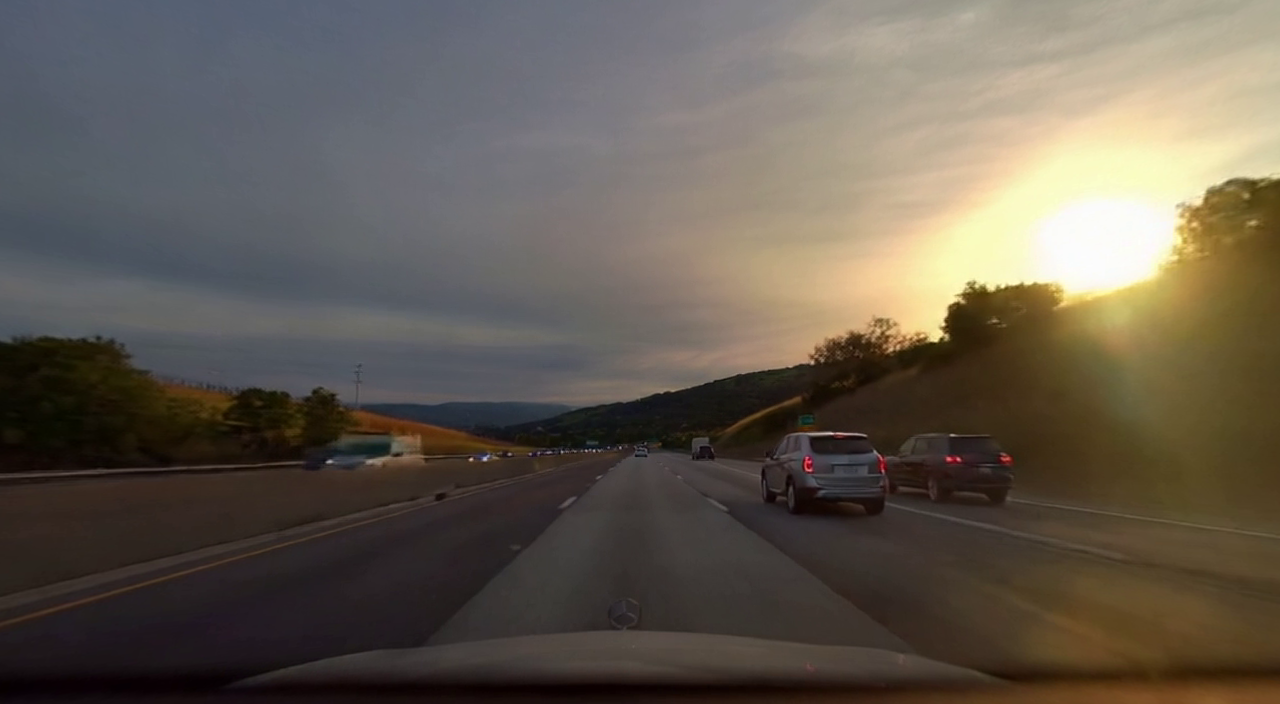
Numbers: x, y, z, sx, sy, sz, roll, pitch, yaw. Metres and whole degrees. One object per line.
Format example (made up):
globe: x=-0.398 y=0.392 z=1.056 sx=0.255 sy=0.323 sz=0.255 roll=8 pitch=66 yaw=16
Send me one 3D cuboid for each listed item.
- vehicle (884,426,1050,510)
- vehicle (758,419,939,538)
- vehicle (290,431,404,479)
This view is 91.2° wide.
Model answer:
vehicle: x=7.853 y=2.817 z=15.534 sx=1.898 sy=1.798 sz=3.805 roll=0 pitch=-9 yaw=-2
vehicle: x=3.492 y=2.201 z=11.427 sx=1.784 sy=1.733 sz=4.141 roll=0 pitch=-9 yaw=-1
vehicle: x=-10.763 y=3.845 z=23.488 sx=2.089 sy=1.602 sz=4.561 roll=0 pitch=-9 yaw=0
